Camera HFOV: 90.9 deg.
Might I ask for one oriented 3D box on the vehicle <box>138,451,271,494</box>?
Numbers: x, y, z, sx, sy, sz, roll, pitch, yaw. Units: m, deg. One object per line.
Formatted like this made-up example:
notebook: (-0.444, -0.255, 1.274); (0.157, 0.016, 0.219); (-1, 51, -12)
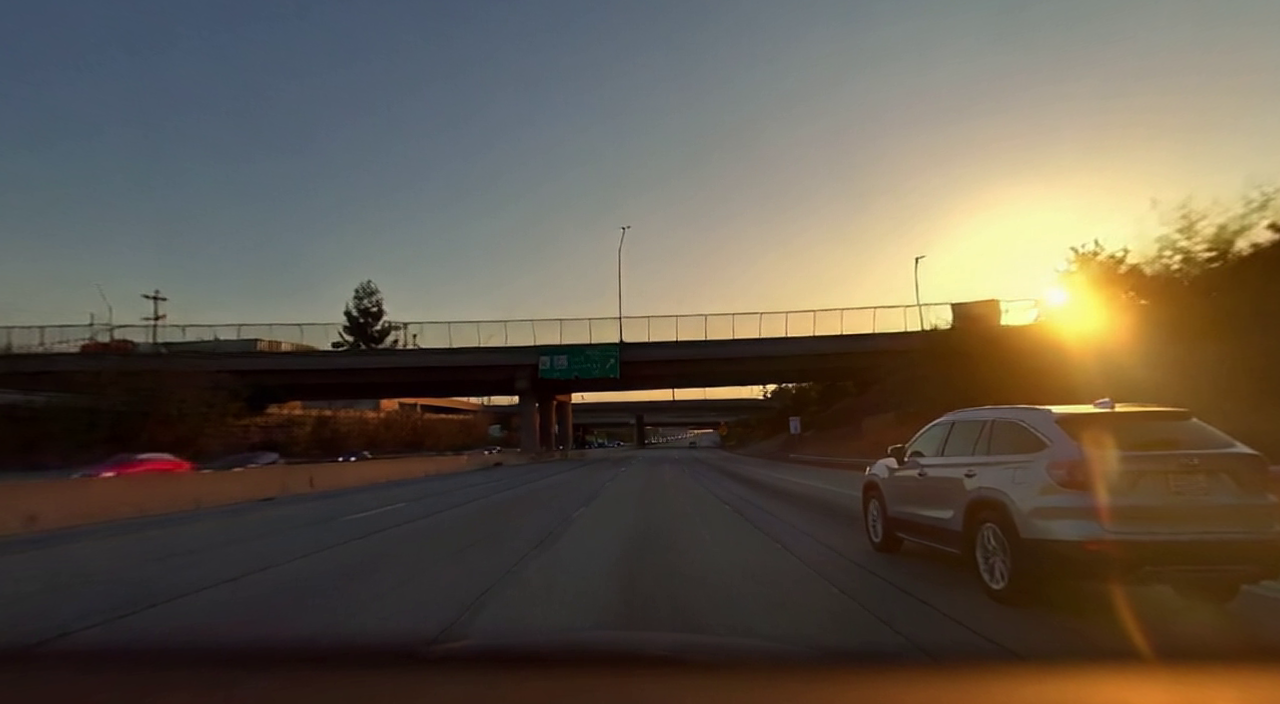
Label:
vehicle: (-17.366, 4.803, 25.484); (2.042, 1.526, 4.548); (0, -9, 2)

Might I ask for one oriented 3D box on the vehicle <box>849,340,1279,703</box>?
vehicle: (3.528, 1.134, 5.280); (2.019, 1.732, 4.579); (0, -9, 1)

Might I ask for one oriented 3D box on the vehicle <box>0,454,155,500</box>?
vehicle: (-21.409, 4.674, 24.071); (2.026, 1.514, 4.504); (-1, -9, 2)
